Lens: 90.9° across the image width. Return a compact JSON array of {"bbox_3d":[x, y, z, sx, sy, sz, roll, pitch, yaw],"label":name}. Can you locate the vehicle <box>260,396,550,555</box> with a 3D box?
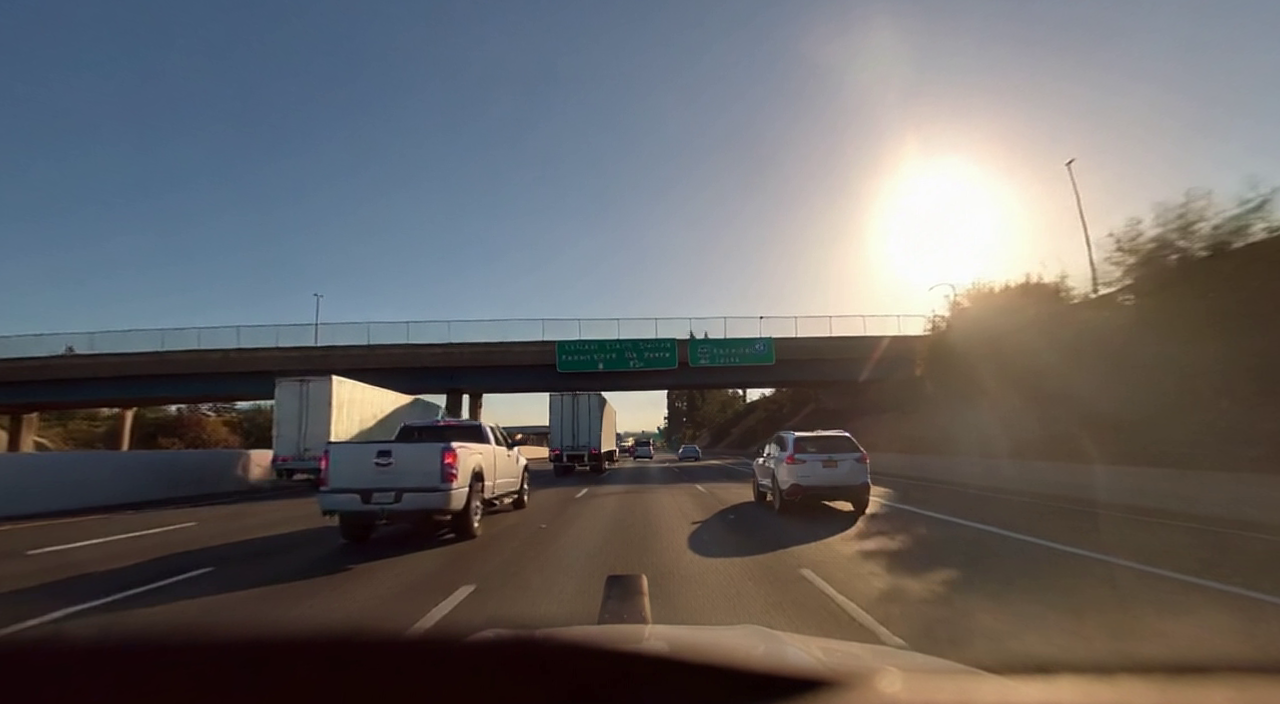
[{"bbox_3d":[-3.498,2.064,11.423,2.645,2.023,6.491,-1,-8,1],"label":"vehicle"}]

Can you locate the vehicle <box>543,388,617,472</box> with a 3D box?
[{"bbox_3d":[-3.244,4.973,38.839,2.869,4.108,15.564,0,-8,1],"label":"vehicle"}]

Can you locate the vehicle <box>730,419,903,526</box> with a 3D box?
[{"bbox_3d":[3.095,2.220,12.161,2.028,1.658,4.334,0,-8,0],"label":"vehicle"}]
